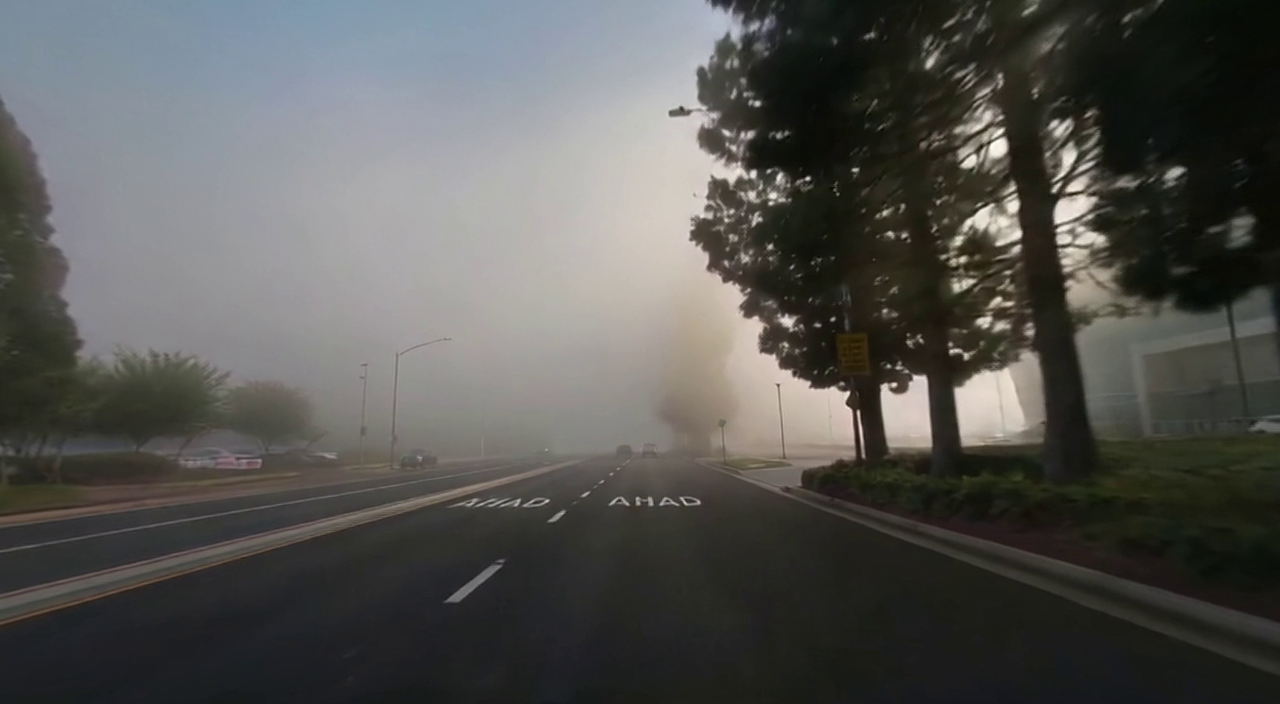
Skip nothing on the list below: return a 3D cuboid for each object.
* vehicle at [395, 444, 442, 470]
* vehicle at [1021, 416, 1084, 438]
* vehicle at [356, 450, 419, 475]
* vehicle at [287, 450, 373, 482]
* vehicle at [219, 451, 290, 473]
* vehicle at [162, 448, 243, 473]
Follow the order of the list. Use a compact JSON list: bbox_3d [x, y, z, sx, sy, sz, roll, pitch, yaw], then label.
[{"bbox_3d":[-16.915,8.035,48.199,1.998,1.724,4.486,-3,-9,1],"label":"vehicle"},{"bbox_3d":[30.164,5.581,46.111,1.829,1.496,4.642,-1,-8,5],"label":"vehicle"},{"bbox_3d":[-17.035,7.447,42.685,1.955,1.486,5.112,0,-8,2],"label":"vehicle"},{"bbox_3d":[-16.986,6.231,34.719,2.014,1.515,5.027,0,-8,2],"label":"vehicle"},{"bbox_3d":[-27.598,7.854,45.026,3.779,1.472,1.854,1,-8,-1],"label":"vehicle"},{"bbox_3d":[-27.968,6.933,40.225,3.759,1.462,1.873,1,-9,-3],"label":"vehicle"}]
